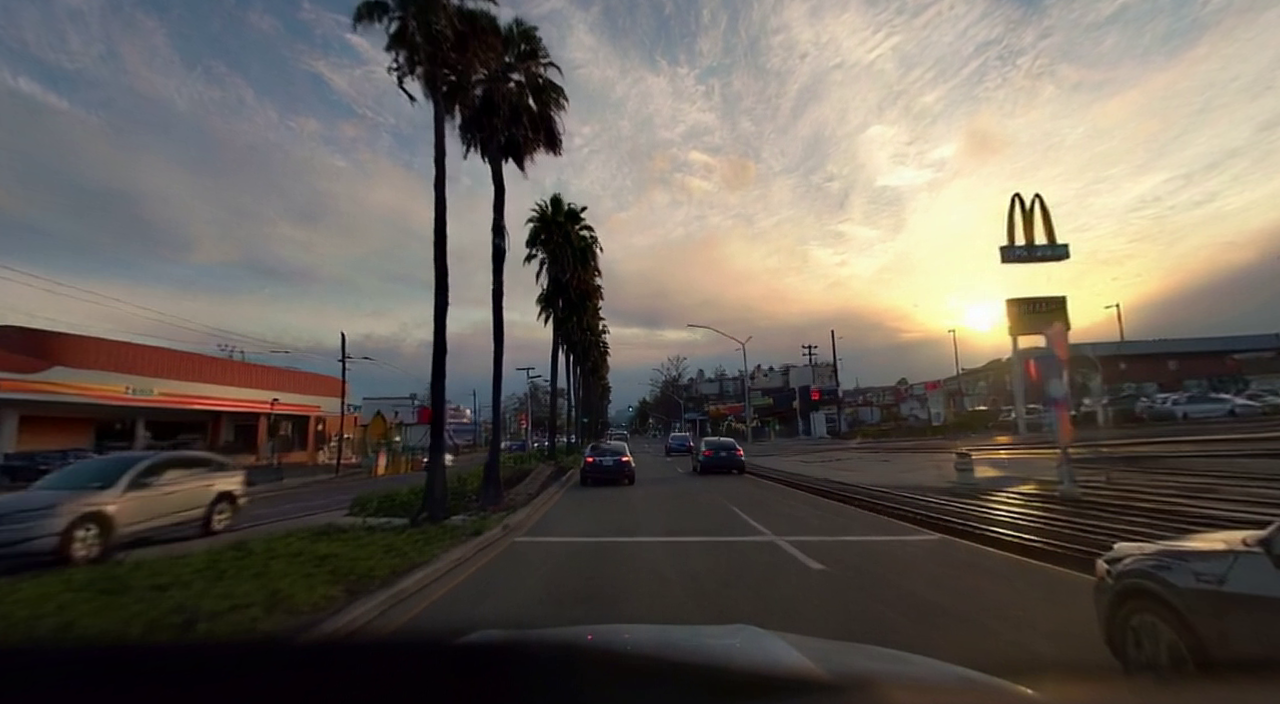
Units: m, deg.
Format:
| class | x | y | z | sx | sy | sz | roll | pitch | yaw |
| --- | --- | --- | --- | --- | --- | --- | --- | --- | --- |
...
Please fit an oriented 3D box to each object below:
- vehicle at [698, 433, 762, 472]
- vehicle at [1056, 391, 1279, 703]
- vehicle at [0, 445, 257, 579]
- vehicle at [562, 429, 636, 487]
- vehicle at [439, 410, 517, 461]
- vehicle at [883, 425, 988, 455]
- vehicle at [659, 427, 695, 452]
| class | x | y | z | sx | sy | sz | roll | pitch | yaw |
| --- | --- | --- | --- | --- | --- | --- | --- | --- | --- |
| vehicle | 3.574 | 4.072 | 25.748 | 1.889 | 1.448 | 4.262 | 0 | -9 | -1 |
| vehicle | 3.481 | 0.761 | 1.583 | 1.987 | 1.474 | 4.198 | 0 | -9 | 0 |
| vehicle | -8.117 | 2.107 | 9.085 | 2.052 | 1.483 | 4.751 | -1 | -9 | 3 |
| vehicle | -1.293 | 3.206 | 19.309 | 2.021 | 1.550 | 4.090 | 0 | -9 | -5 |
| vehicle | -10.527 | 5.592 | 42.077 | 2.662 | 2.995 | 8.344 | 0 | -8 | 3 |
| vehicle | 14.710 | 4.414 | 31.602 | 4.293 | 1.438 | 1.773 | 0 | -9 | 1 |
| vehicle | 2.812 | 6.844 | 48.909 | 2.299 | 1.803 | 5.434 | 0 | -9 | -1 |
